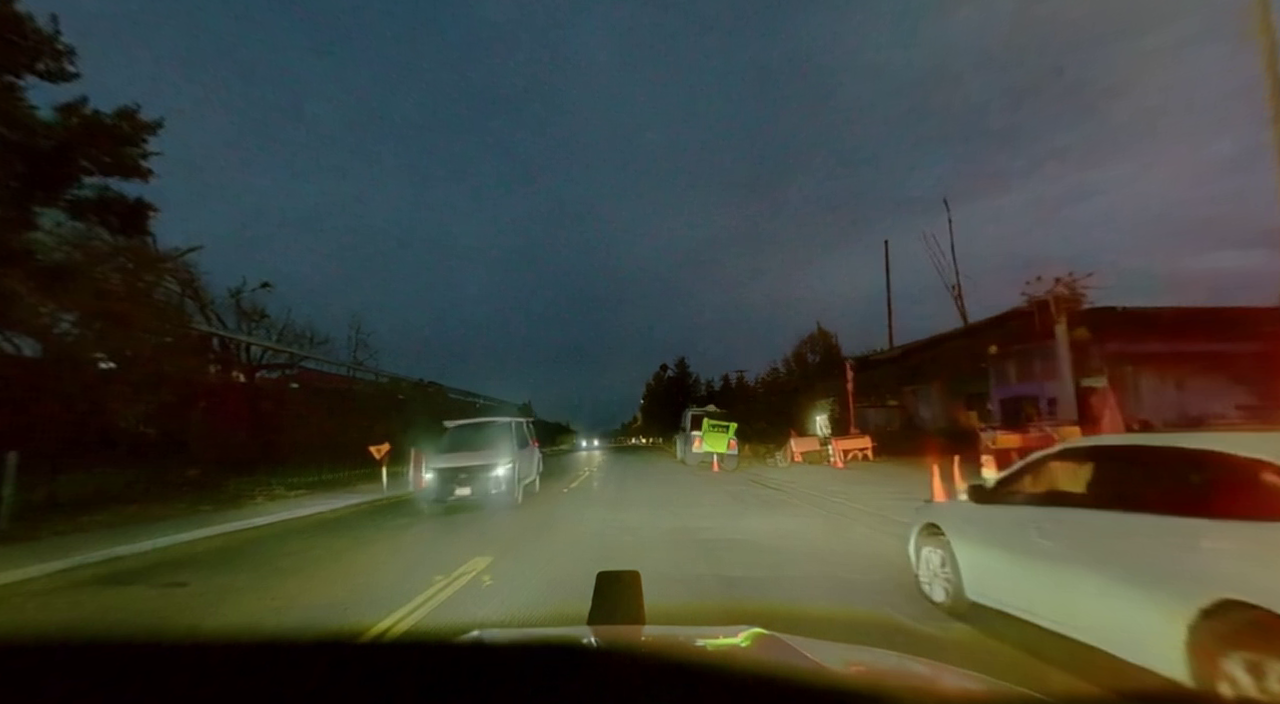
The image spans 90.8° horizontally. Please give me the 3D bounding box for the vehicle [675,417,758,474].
[{"bbox_3d":[3.040,3.954,26.766,2.759,2.114,6.152,0,-8,0],"label":"vehicle"}]

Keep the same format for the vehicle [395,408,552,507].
[{"bbox_3d":[-3.680,2.504,15.369,2.358,1.921,5.675,0,-8,-1],"label":"vehicle"}]

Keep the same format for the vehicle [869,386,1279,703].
[{"bbox_3d":[3.144,1.025,3.244,2.006,1.482,4.722,0,-8,-2],"label":"vehicle"}]
